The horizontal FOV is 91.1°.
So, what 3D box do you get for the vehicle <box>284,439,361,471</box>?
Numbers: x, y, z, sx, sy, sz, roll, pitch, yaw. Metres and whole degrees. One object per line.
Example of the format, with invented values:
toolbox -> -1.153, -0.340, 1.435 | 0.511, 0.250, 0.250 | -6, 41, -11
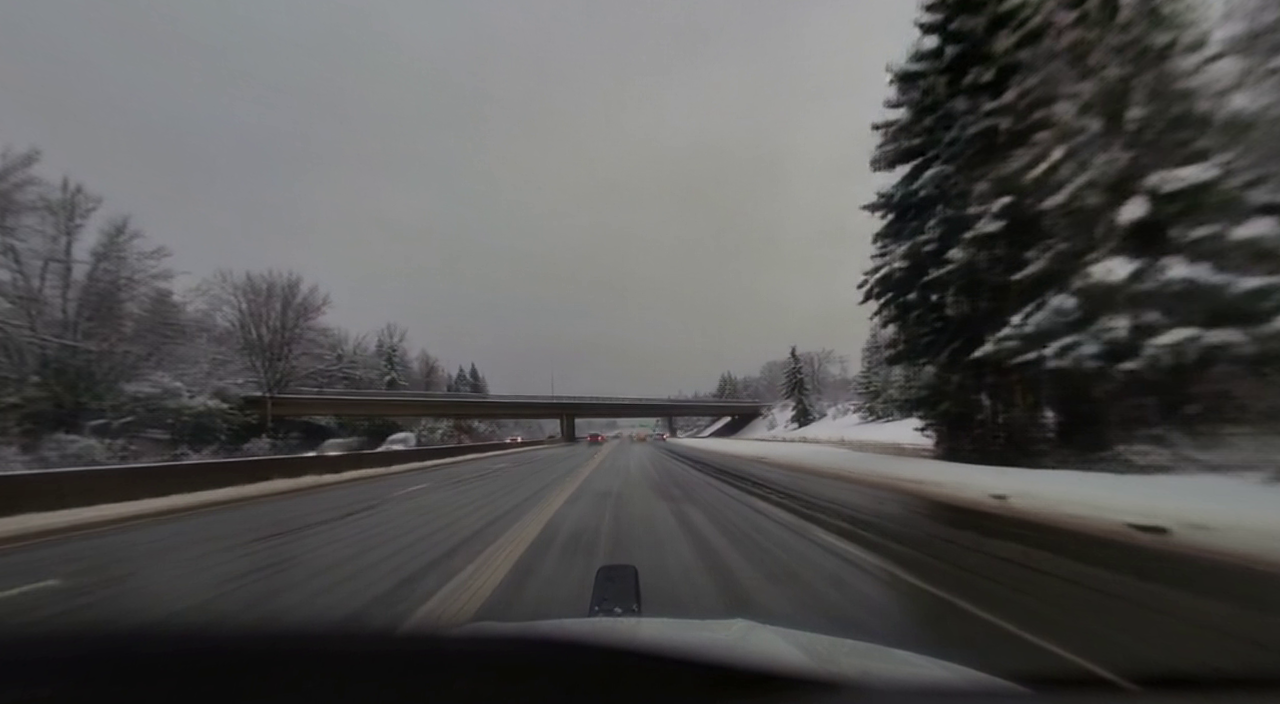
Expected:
vehicle -> -16.416, 5.291, 32.701 | 1.947, 1.519, 4.008 | 0, -8, -1
